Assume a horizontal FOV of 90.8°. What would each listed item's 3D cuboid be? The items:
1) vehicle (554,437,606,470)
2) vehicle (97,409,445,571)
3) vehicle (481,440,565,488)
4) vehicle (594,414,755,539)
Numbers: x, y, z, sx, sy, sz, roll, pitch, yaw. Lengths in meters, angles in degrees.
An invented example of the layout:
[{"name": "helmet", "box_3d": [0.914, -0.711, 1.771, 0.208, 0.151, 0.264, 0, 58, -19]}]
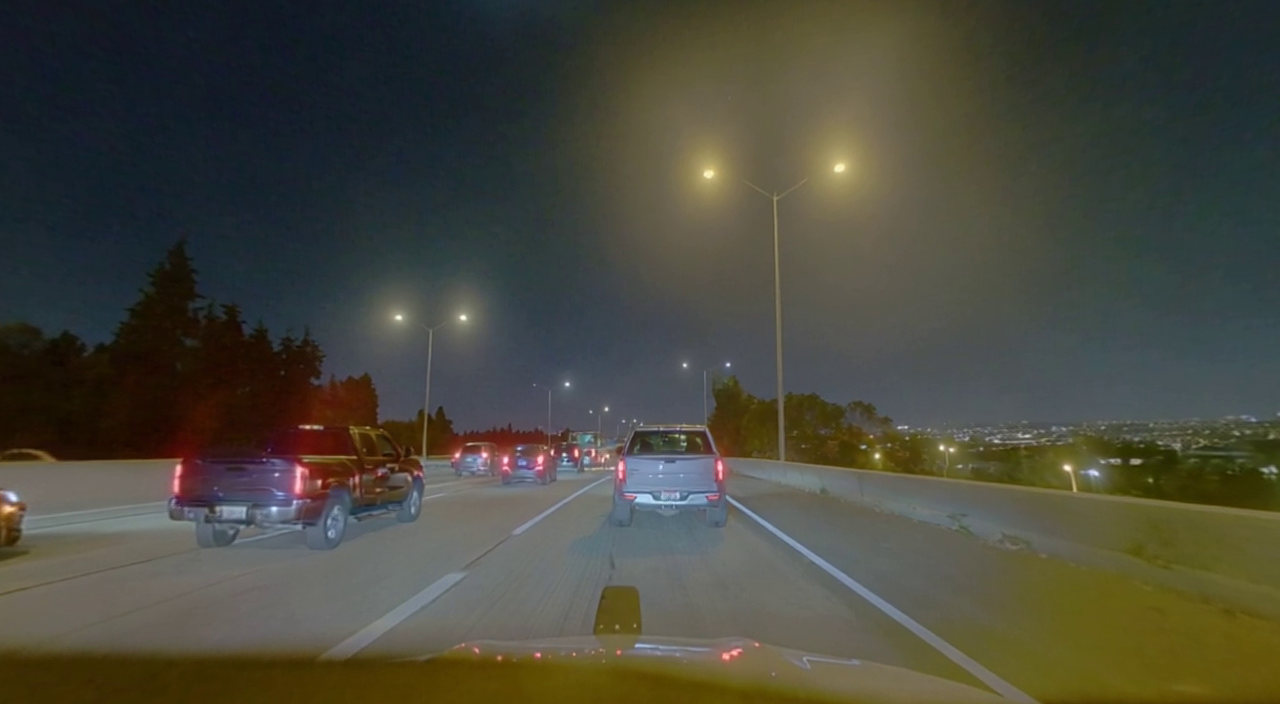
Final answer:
[{"name": "vehicle", "box_3d": [-3.222, 5.592, 34.990, 2.109, 1.714, 4.472, -1, -9, 5]}, {"name": "vehicle", "box_3d": [-4.628, 1.792, 8.953, 2.076, 1.688, 4.334, -1, -9, 4]}, {"name": "vehicle", "box_3d": [-3.880, 3.783, 21.700, 1.868, 1.470, 4.105, -1, -9, 4]}, {"name": "vehicle", "box_3d": [0.519, 2.065, 11.052, 2.235, 1.716, 4.435, 0, -9, 1]}]
